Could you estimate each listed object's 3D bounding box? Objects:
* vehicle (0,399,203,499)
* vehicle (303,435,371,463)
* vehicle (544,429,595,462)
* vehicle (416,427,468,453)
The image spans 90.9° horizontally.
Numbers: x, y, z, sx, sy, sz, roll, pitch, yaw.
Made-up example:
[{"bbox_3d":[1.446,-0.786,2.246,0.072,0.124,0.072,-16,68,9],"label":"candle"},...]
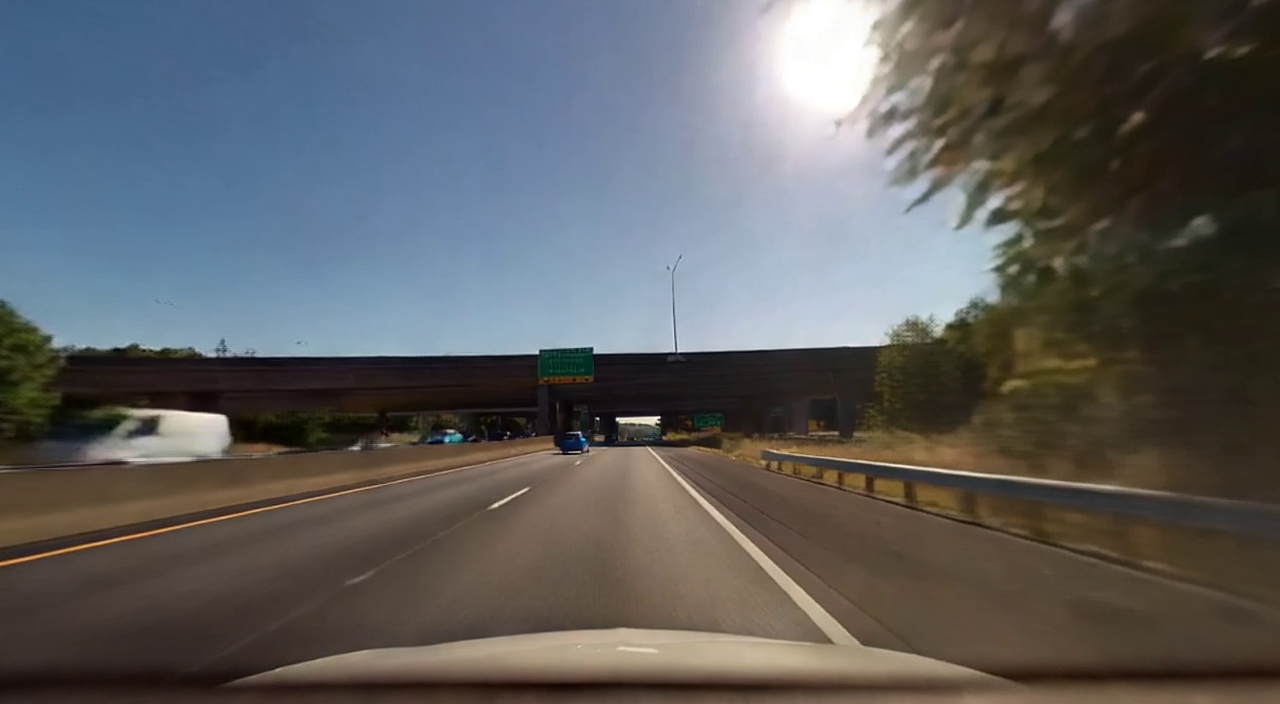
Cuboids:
[{"bbox_3d":[-13.506,2.257,15.095,2.341,1.969,5.181,0,-7,0],"label":"vehicle"},{"bbox_3d":[-17.984,5.721,37.604,1.936,1.552,4.209,0,-7,0],"label":"vehicle"},{"bbox_3d":[-3.648,4.906,33.441,2.086,1.624,4.607,0,-8,1],"label":"vehicle"},{"bbox_3d":[-13.422,5.983,43.107,1.945,1.658,4.898,0,-7,0],"label":"vehicle"}]
